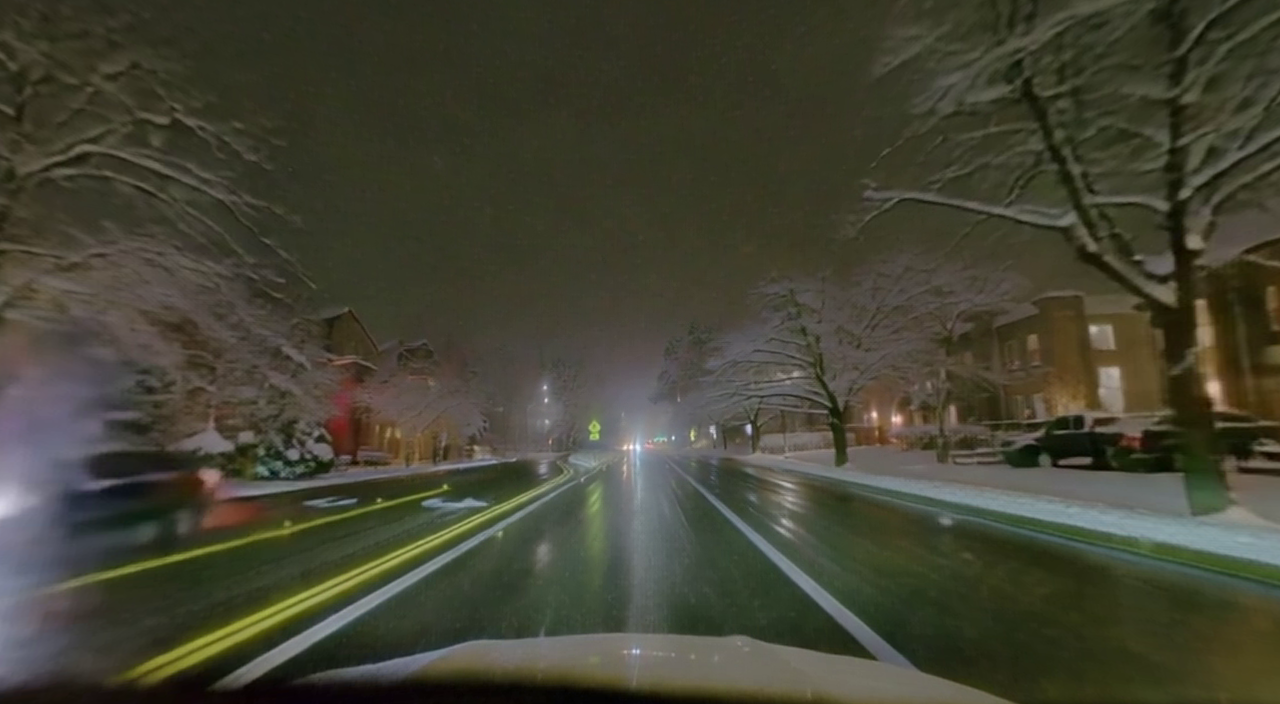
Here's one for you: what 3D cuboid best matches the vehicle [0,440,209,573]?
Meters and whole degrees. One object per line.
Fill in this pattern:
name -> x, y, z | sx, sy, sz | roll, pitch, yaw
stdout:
vehicle -> -8.509, 2.010, 8.692 | 2.044, 1.548, 4.284 | 0, -8, 1
